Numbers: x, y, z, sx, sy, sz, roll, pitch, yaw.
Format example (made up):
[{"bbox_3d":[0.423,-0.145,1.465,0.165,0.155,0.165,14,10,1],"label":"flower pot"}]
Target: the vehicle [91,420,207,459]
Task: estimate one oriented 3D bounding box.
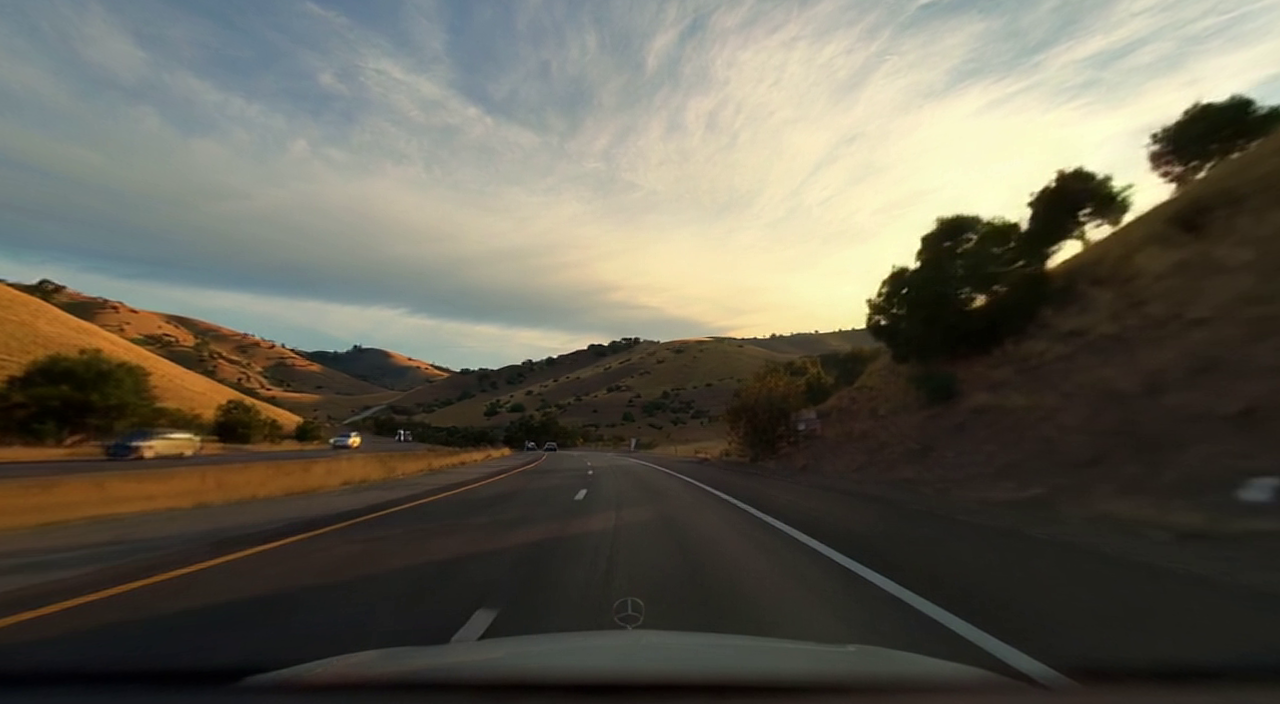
[{"bbox_3d":[-25.042,4.540,32.458,2.156,1.823,5.280,1,-9,-7],"label":"vehicle"}]
